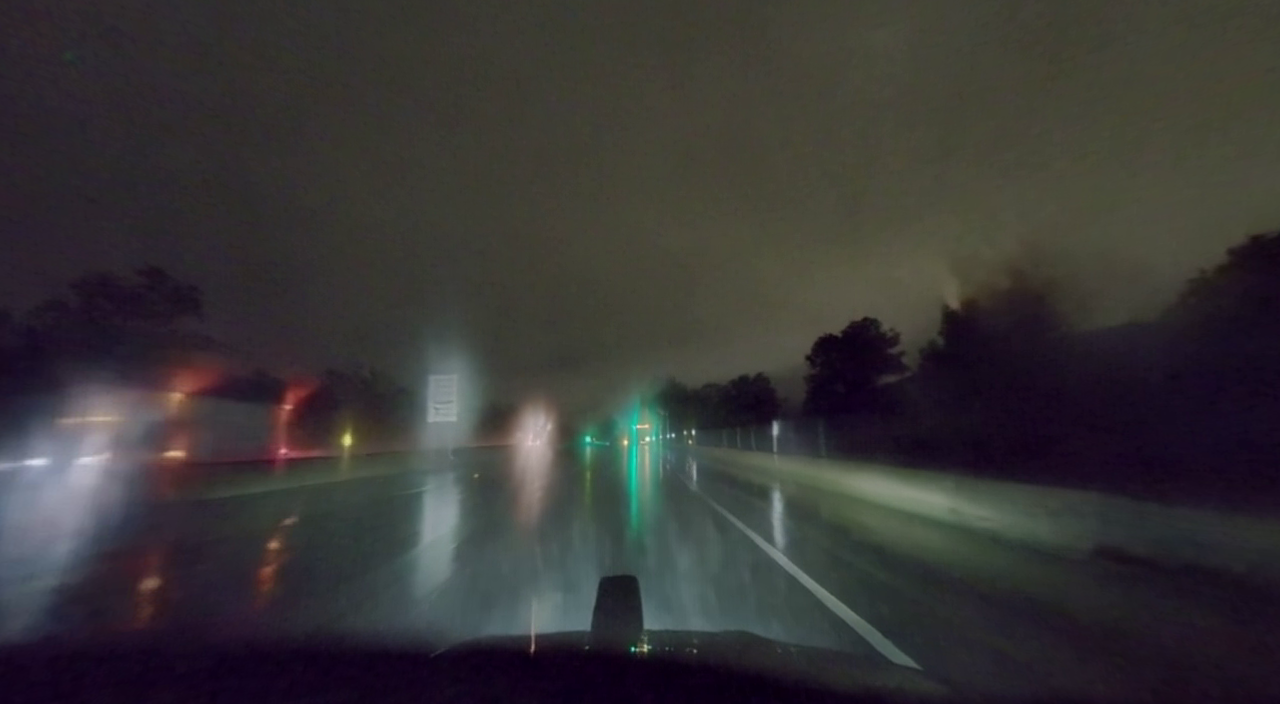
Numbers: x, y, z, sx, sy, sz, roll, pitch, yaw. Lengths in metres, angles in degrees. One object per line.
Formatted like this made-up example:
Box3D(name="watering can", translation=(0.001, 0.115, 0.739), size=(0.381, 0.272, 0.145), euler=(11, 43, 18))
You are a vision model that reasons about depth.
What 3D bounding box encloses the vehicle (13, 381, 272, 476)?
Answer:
Box3D(name="vehicle", translation=(-24.117, 3.993, 32.197), size=(2.877, 3.842, 12.982), euler=(0, -8, -1))
